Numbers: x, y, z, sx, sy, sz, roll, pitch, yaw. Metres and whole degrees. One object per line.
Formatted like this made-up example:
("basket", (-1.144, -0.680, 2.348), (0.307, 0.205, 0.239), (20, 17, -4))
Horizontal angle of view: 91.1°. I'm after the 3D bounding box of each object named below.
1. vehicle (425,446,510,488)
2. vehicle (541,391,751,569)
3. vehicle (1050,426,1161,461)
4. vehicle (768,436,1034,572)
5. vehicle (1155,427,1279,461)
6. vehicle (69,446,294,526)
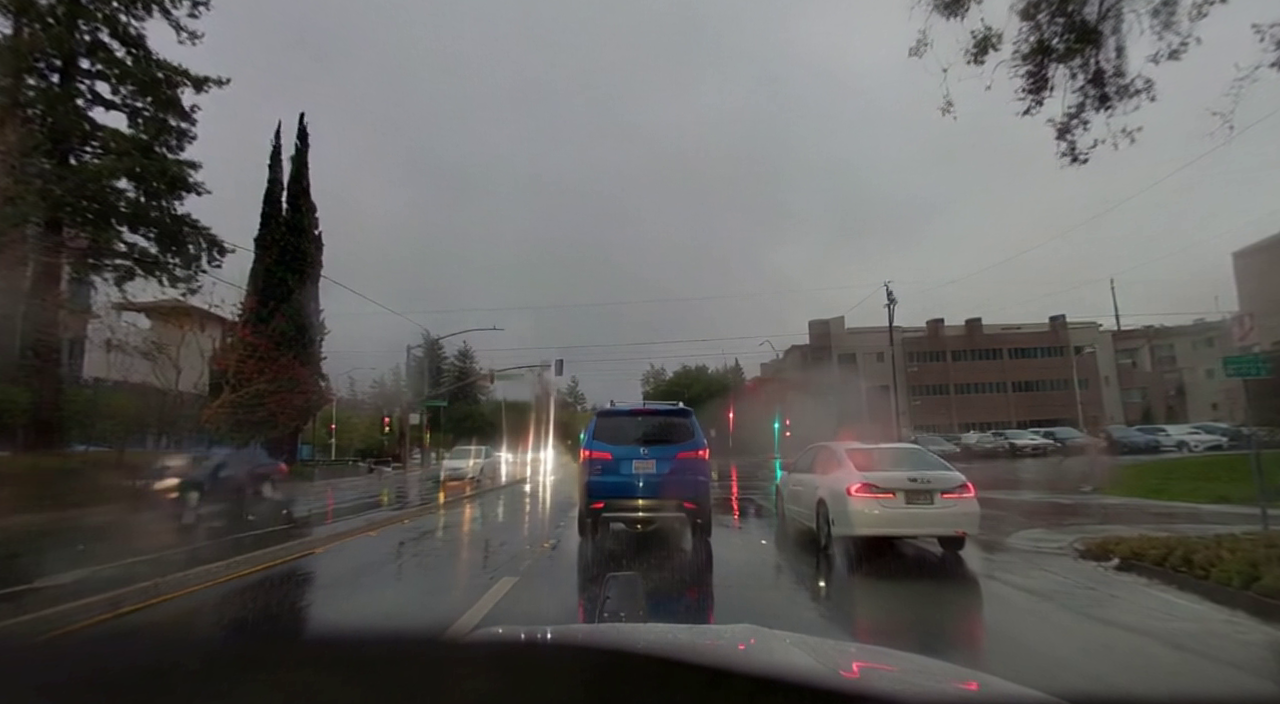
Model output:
("vehicle", (-6.647, 4.463, 24.791), (1.981, 1.478, 4.701), (0, -9, 1))
("vehicle", (0.030, 1.720, 9.074), (2.296, 1.947, 4.168), (0, -9, -1))
("vehicle", (26.605, 5.228, 35.989), (4.704, 1.919, 2.130), (0, -9, -3))
("vehicle", (3.351, 2.021, 9.225), (1.900, 1.478, 4.425), (0, -9, -2))
("vehicle", (25.898, 4.081, 27.854), (4.420, 1.469, 1.807), (0, -8, 0))
("vehicle", (-10.569, 3.061, 15.083), (1.772, 1.561, 4.773), (0, -8, 0))
